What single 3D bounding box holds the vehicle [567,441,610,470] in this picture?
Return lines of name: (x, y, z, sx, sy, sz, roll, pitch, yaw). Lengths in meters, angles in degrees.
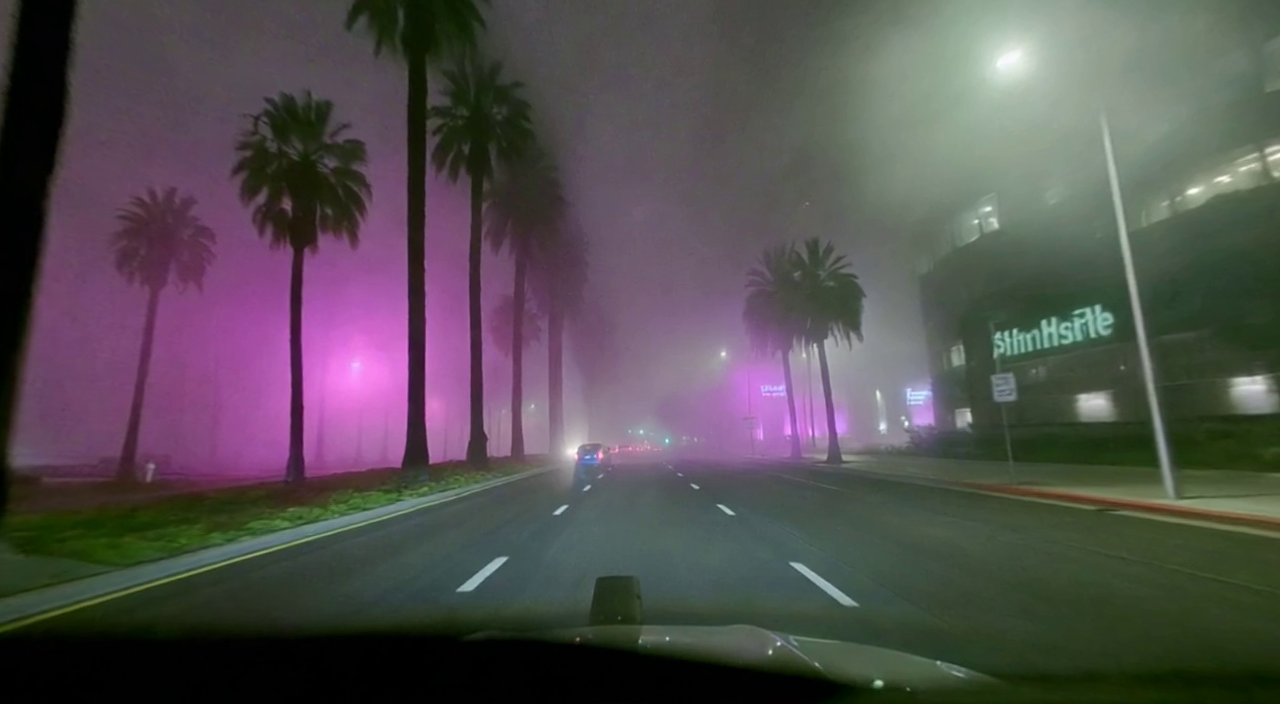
vehicle: (-3.059, 6.275, 38.492, 2.160, 1.615, 4.117, -1, -9, 2)
